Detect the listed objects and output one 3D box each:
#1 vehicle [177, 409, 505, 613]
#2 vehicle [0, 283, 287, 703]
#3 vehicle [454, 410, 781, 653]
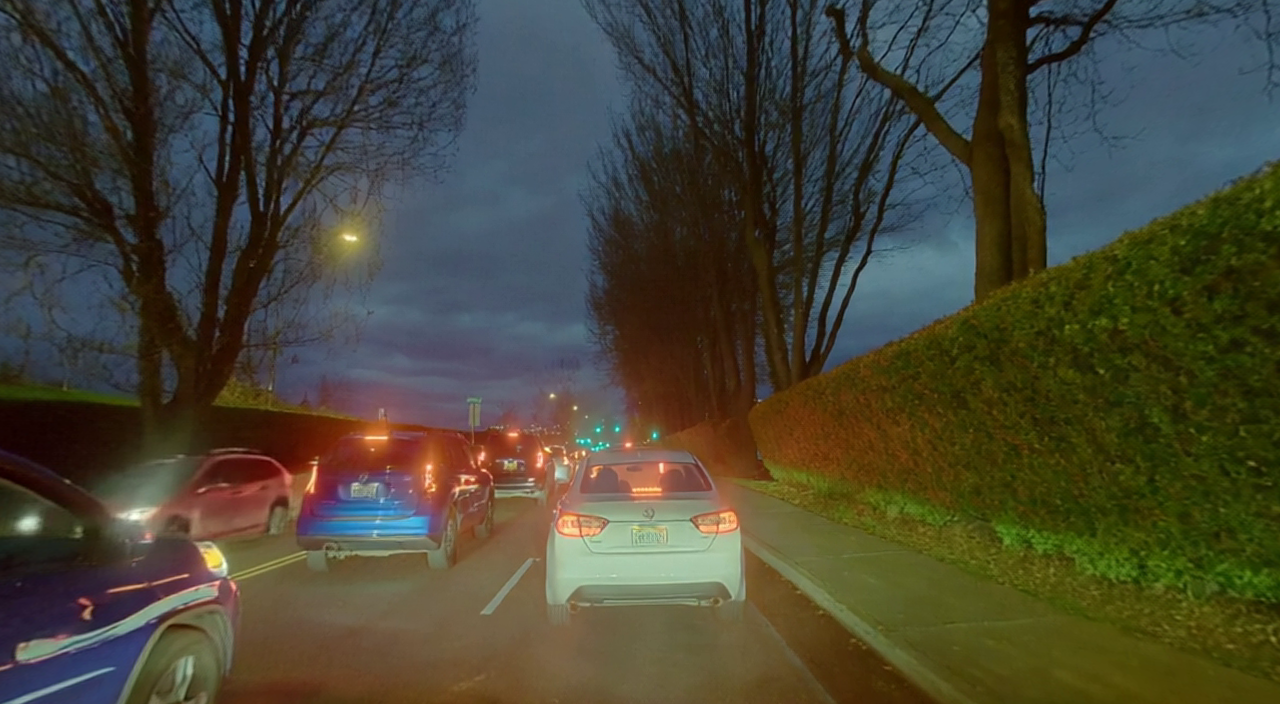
[{"bbox_3d":[-3.417,1.855,8.322,2.256,1.728,4.421,-6,-8,-2],"label":"vehicle"},{"bbox_3d":[-3.279,0.681,1.258,2.205,1.913,5.327,-6,-8,-2],"label":"vehicle"},{"bbox_3d":[-0.170,1.503,6.229,2.154,1.581,4.007,0,-9,-1],"label":"vehicle"}]
